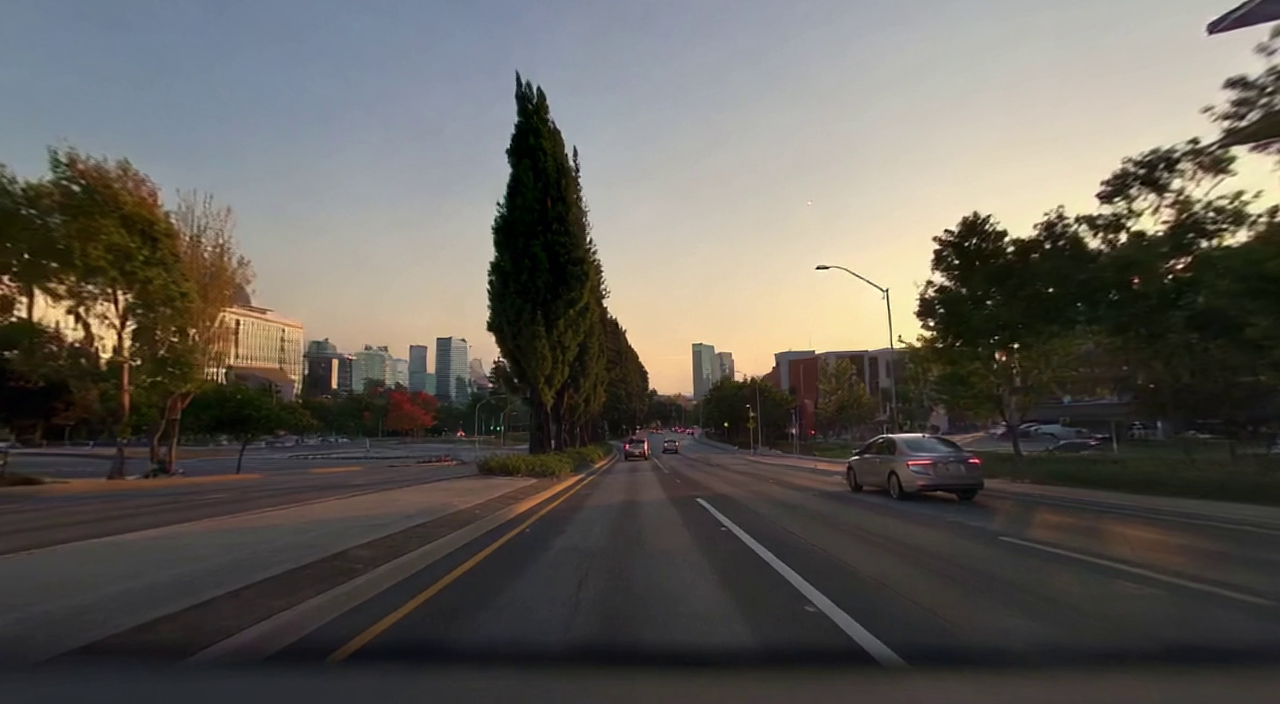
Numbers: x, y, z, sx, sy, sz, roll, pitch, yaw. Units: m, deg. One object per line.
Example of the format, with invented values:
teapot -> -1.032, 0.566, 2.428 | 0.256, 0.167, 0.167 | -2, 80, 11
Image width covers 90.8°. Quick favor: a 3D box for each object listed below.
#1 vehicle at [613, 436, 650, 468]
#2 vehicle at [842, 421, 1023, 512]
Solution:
vehicle -> -0.478, 6.160, 39.012 | 2.193, 1.794, 4.457 | 0, -8, 0
vehicle -> 6.626, 2.643, 15.037 | 2.026, 1.804, 4.565 | 0, -8, -1
